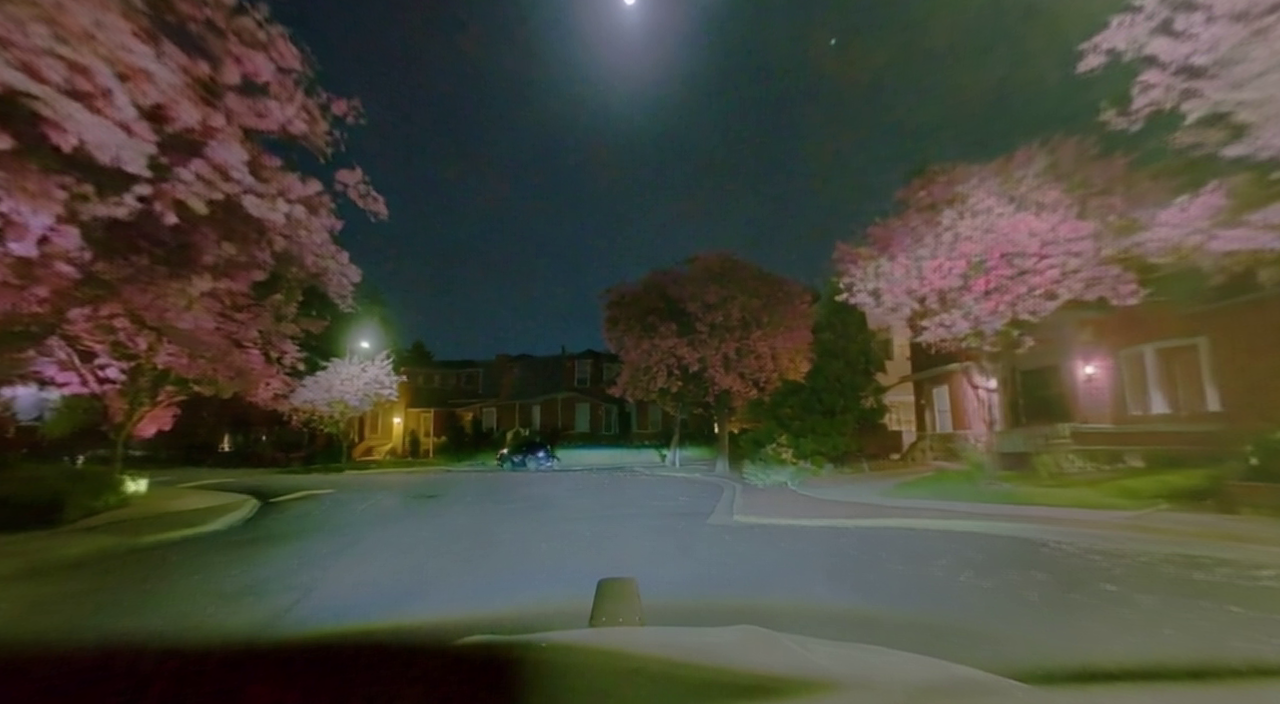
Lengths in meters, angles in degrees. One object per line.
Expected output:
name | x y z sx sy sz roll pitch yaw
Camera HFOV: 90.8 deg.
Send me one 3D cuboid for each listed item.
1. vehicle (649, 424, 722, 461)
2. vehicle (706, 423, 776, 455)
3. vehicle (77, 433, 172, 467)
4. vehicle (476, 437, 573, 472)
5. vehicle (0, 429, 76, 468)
vehicle | 2.835 5.445 38.441 2.310 1.701 4.280 -4 -2 39
vehicle | 6.173 5.307 38.203 2.152 1.773 4.495 -7 -11 39
vehicle | -28.365 5.380 34.772 4.237 1.728 2.203 -4 -10 24
vehicle | -6.290 5.650 34.832 4.815 1.827 2.147 -1 -9 7
vehicle | -29.089 4.439 29.041 4.435 1.707 2.046 -1 -9 5
